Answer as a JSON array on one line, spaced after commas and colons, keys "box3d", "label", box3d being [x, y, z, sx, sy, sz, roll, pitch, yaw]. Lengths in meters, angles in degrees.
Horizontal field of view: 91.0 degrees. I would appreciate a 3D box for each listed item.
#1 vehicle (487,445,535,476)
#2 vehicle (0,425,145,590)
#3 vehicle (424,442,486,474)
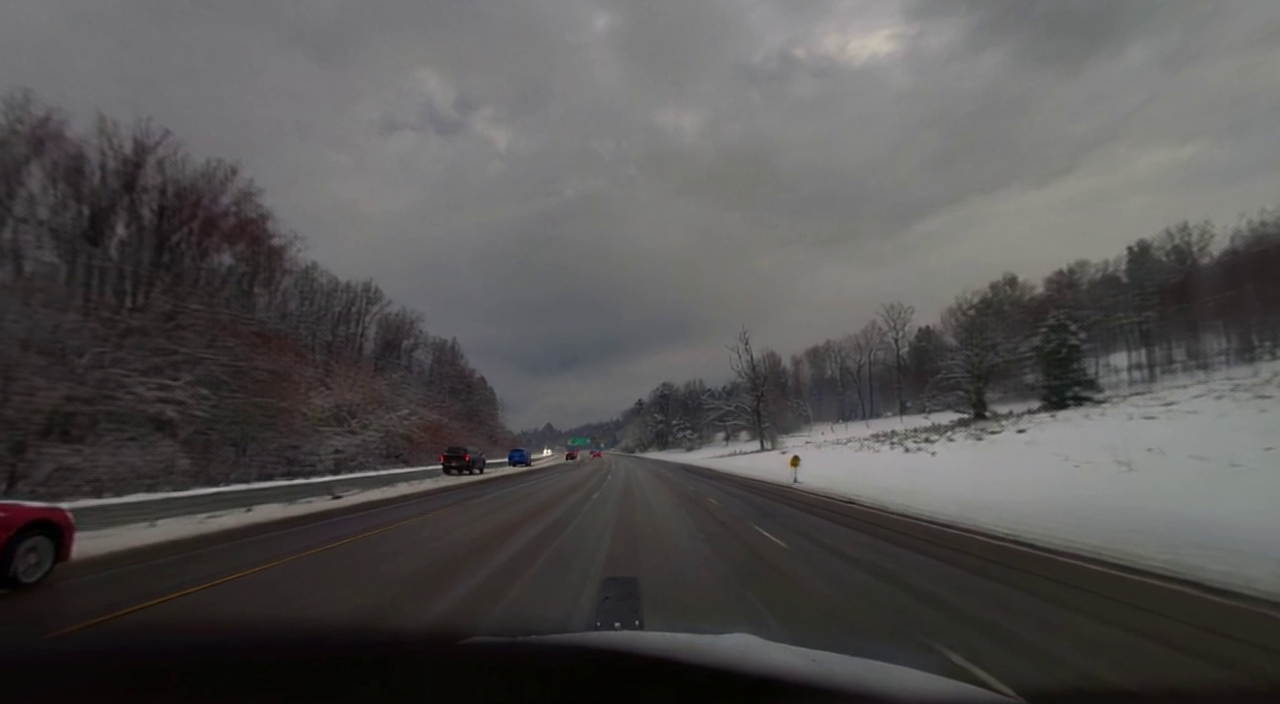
[{"box3d": [-7.609, 6.444, 37.653, 2.060, 1.680, 4.255, 0, -9, -2], "label": "vehicle"}, {"box3d": [-7.290, 1.406, 5.423, 2.133, 1.586, 4.869, 0, -9, -1], "label": "vehicle"}, {"box3d": [-11.837, 6.804, 40.707, 2.425, 1.926, 5.584, 0, -9, -2], "label": "vehicle"}]
